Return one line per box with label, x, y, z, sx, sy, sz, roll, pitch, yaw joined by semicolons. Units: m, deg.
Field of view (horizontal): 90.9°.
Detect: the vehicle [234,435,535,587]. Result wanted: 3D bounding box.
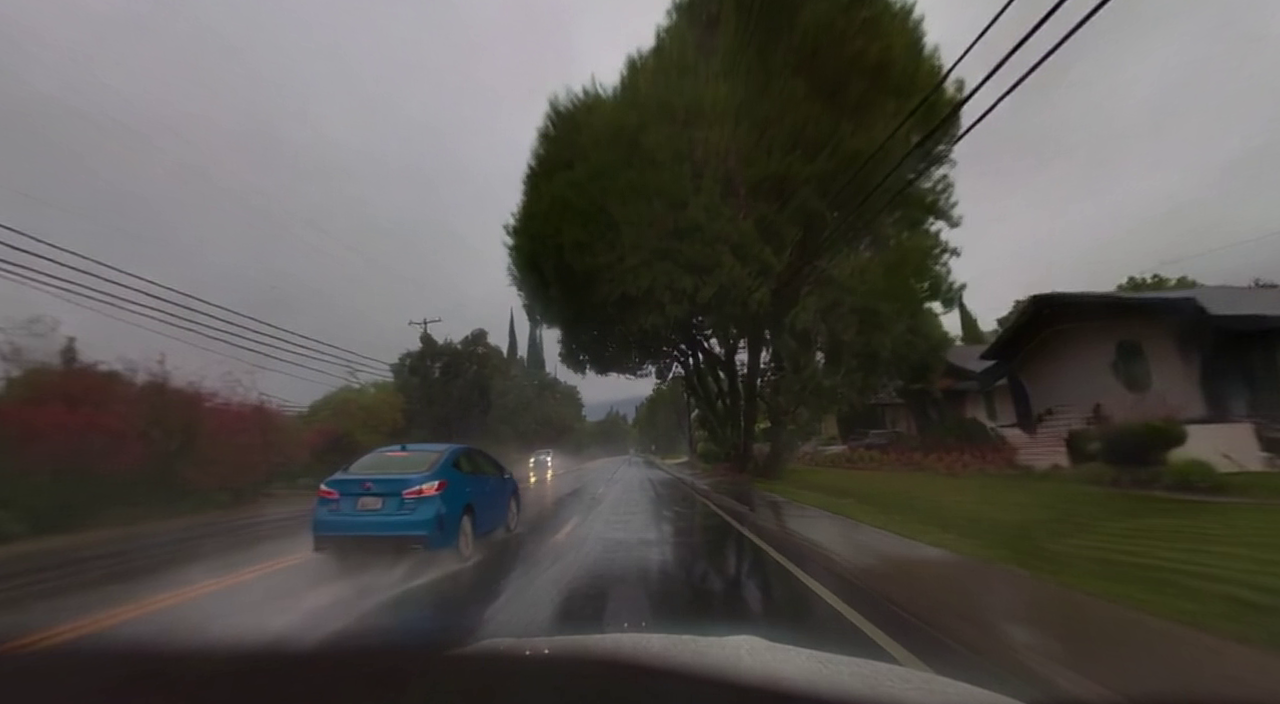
vehicle;-3.028;1.995;8.967;2.085;1.512;5.023;-1;-8;1
